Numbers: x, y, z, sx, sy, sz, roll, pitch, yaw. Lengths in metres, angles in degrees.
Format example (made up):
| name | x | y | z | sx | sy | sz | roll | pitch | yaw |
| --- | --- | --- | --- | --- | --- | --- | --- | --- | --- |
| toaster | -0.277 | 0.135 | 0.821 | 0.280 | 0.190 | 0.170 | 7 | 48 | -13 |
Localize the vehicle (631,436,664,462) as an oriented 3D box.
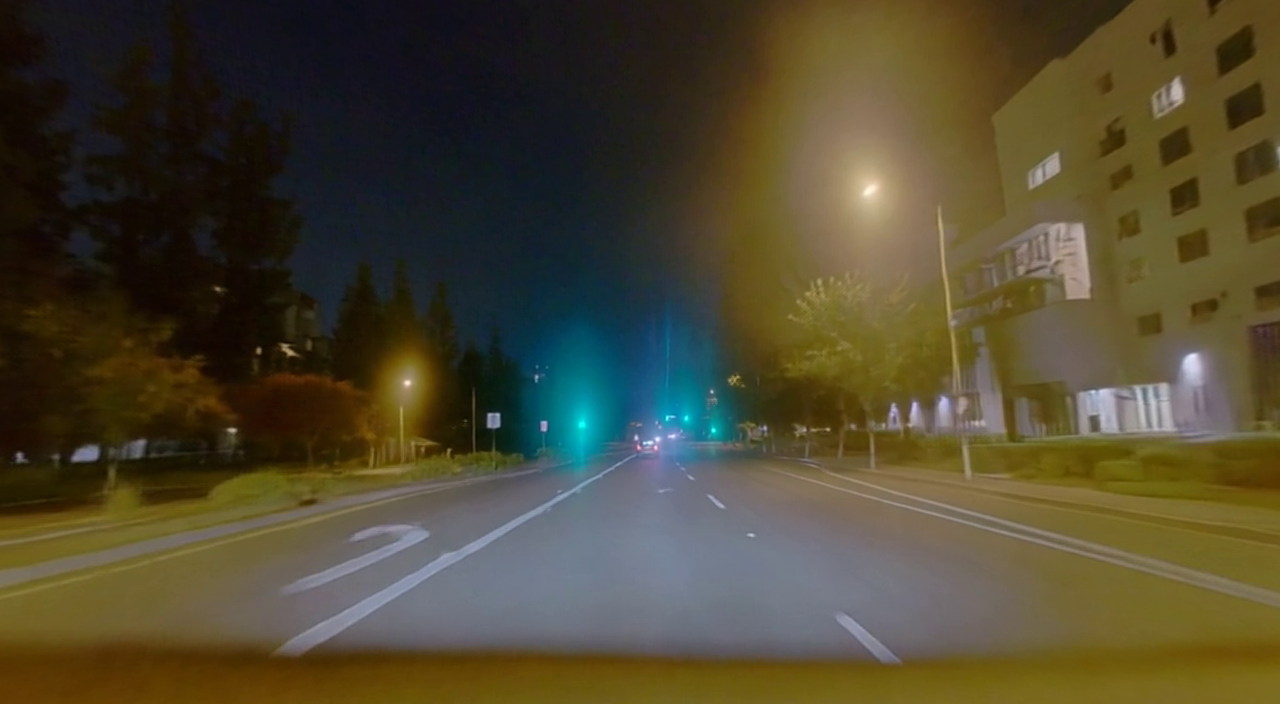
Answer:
| name | x | y | z | sx | sy | sz | roll | pitch | yaw |
| --- | --- | --- | --- | --- | --- | --- | --- | --- | --- |
| vehicle | 0.528 | 6.392 | 41.729 | 2.037 | 1.568 | 3.693 | -1 | -8 | 2 |
